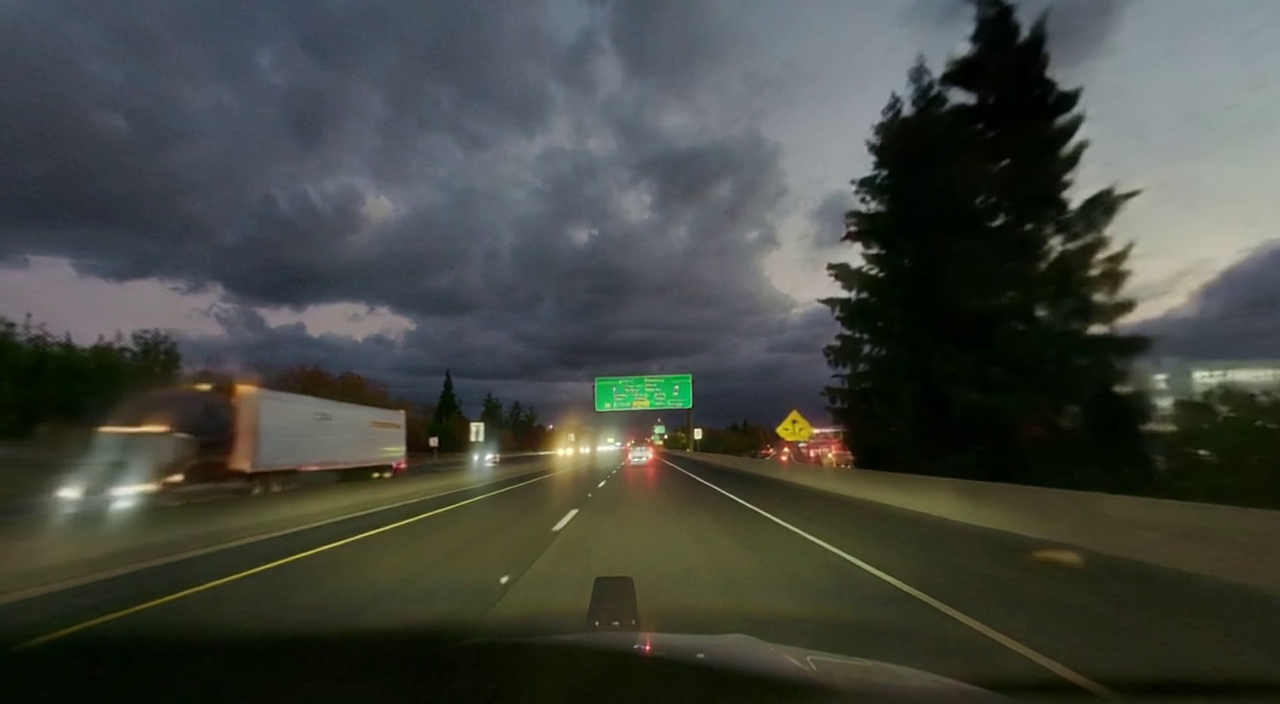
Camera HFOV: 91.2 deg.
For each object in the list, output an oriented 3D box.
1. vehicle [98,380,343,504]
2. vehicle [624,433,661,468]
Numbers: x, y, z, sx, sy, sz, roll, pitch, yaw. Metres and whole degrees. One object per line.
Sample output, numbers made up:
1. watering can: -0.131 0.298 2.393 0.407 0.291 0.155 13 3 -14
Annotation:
1. vehicle: -16.160 3.710 25.663 3.002 4.004 10.140 0 -9 0
2. vehicle: 0.205 6.501 41.294 2.268 2.122 4.595 -1 -9 1
